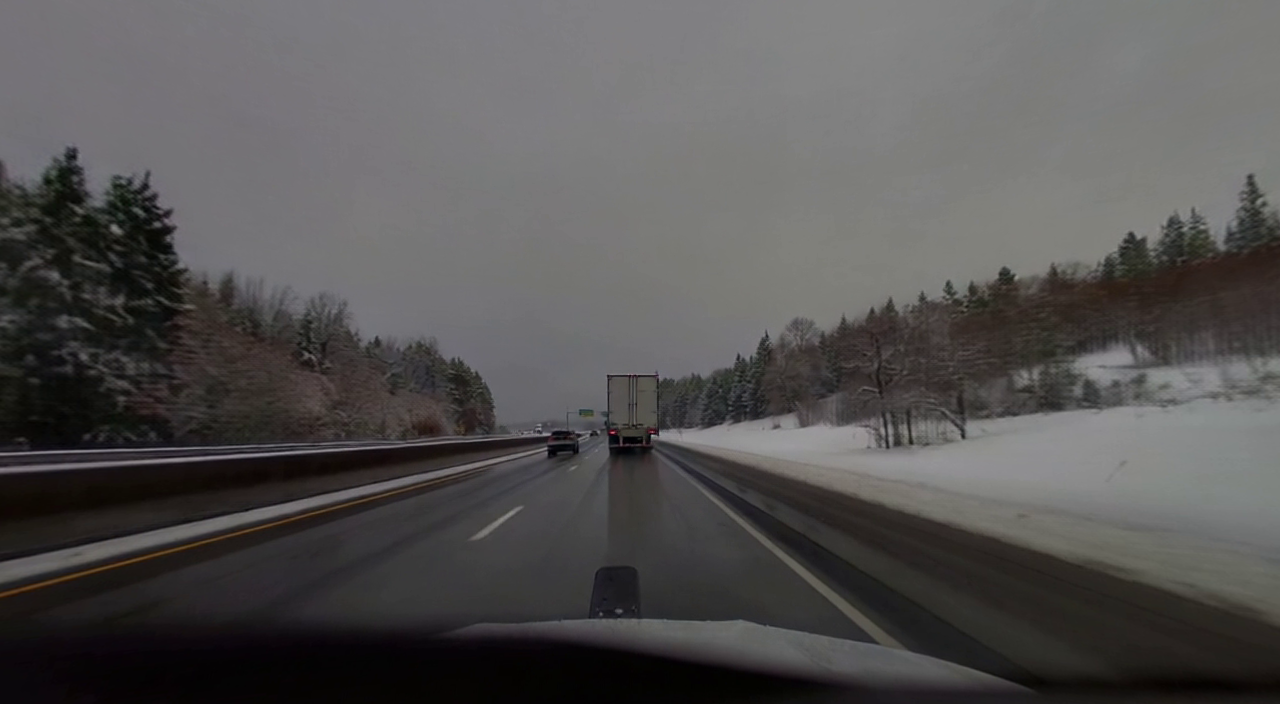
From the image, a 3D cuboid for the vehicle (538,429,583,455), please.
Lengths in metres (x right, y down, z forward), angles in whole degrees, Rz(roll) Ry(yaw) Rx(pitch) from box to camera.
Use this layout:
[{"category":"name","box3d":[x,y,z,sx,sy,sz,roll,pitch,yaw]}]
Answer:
[{"category":"vehicle","box3d":[-4.816,5.485,38.455,2.217,1.495,4.245,0,-8,0]}]

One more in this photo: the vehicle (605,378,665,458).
[{"category":"vehicle","box3d":[-0.431,4.092,37.546,3.013,4.016,11.496,0,-8,-2]}]
